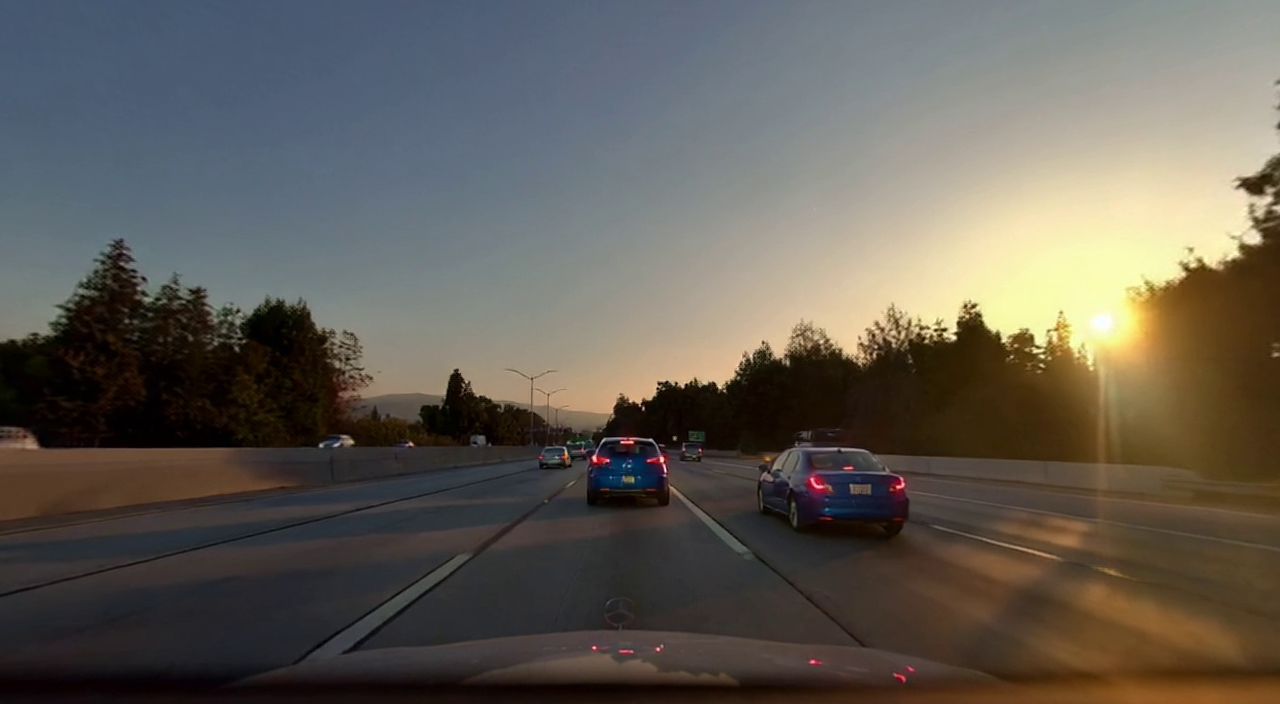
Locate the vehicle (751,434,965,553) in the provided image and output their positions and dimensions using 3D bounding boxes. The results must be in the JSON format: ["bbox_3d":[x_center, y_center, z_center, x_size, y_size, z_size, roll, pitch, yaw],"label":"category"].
[{"bbox_3d":[3.246,2.184,10.442,1.975,1.532,4.227,1,-9,-1],"label":"vehicle"}]

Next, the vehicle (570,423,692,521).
[{"bbox_3d":[-0.185,2.475,13.400,2.181,1.728,3.970,1,-9,-1],"label":"vehicle"}]

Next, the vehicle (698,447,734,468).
[{"bbox_3d":[5.700,7.991,47.911,1.972,1.521,4.498,1,-9,-3],"label":"vehicle"}]

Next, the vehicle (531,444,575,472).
[{"bbox_3d":[-5.044,6.201,37.070,2.023,1.497,4.526,1,-9,-2],"label":"vehicle"}]
